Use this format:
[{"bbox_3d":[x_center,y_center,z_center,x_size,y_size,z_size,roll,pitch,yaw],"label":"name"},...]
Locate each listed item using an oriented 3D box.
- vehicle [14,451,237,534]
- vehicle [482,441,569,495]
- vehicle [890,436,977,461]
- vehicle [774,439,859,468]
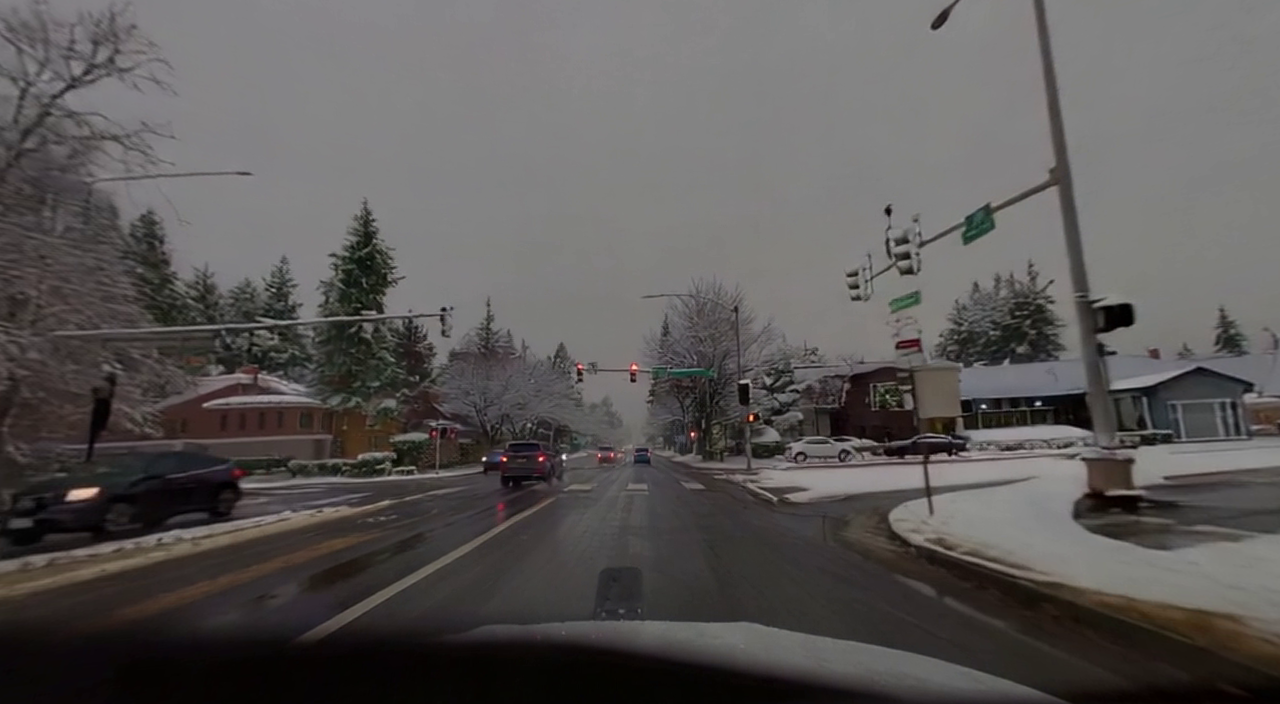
[{"bbox_3d":[-13.937,3.763,17.672,2.140,1.824,4.913,-3,-9,0],"label":"vehicle"},{"bbox_3d":[-3.958,4.085,22.689,2.169,1.706,4.638,0,-9,1],"label":"vehicle"},{"bbox_3d":[19.777,6.536,42.734,4.954,1.458,1.951,1,-10,2],"label":"vehicle"},{"bbox_3d":[11.114,6.445,40.102,4.817,1.789,2.010,-1,-10,6],"label":"vehicle"}]
